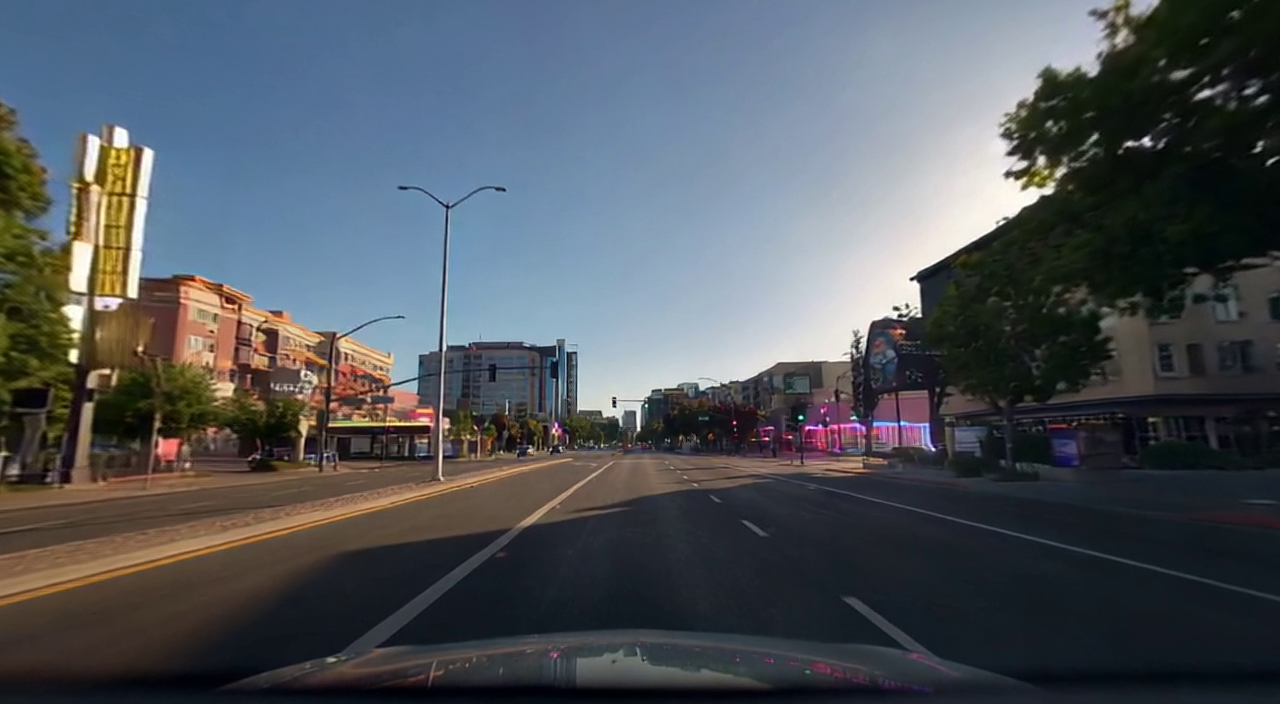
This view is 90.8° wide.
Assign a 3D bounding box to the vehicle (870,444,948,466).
[{"bbox_3d":[18.859,7.214,44.393,4.545,1.511,1.935,0,-9,-4],"label":"vehicle"}]
